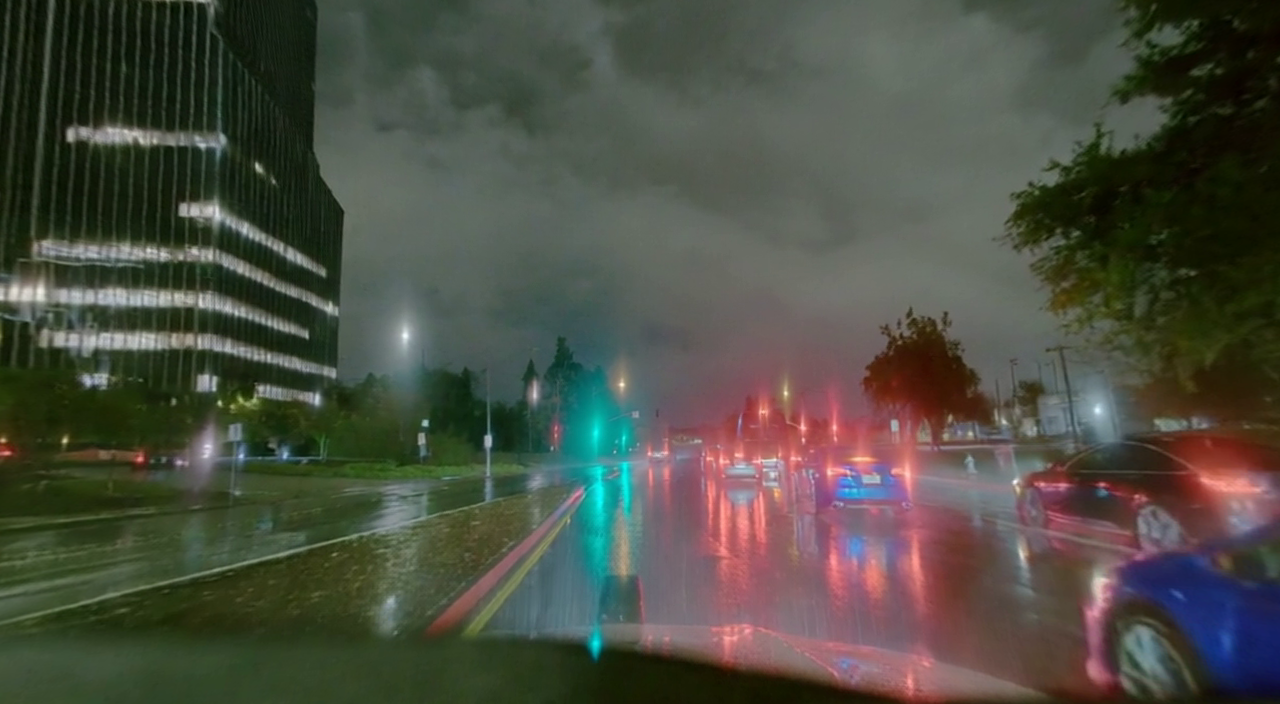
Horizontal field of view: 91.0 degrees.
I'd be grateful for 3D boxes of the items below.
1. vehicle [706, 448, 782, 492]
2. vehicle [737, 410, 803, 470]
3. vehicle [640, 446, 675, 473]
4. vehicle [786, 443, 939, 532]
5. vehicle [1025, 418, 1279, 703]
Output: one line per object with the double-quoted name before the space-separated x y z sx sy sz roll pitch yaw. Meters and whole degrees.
"vehicle" 4.031 4.627 25.070 2.183 1.553 3.923 0 -9 -3
"vehicle" 8.954 6.418 45.209 3.128 3.616 13.736 -1 -9 6
"vehicle" 1.223 7.214 42.409 2.121 1.728 4.161 -1 -9 4
"vehicle" 4.655 2.858 14.083 2.089 1.609 4.922 -1 -9 6
"vehicle" 3.196 0.932 1.839 2.032 1.490 3.871 -1 -9 7
